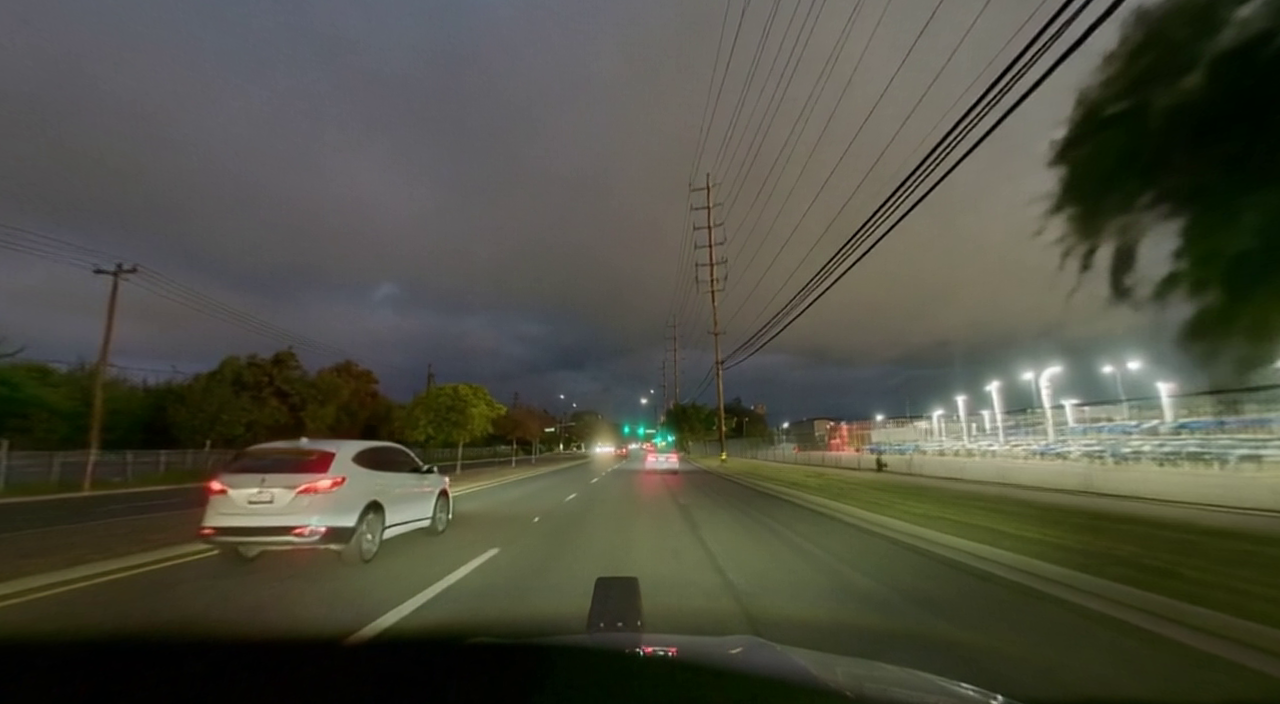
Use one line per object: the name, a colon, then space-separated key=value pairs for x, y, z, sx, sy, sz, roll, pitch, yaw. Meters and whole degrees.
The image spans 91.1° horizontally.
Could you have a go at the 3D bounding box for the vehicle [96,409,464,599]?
vehicle: x=-3.862 y=1.697 z=7.899 sx=1.950 sy=1.692 sz=4.397 roll=0 pitch=-9 yaw=1

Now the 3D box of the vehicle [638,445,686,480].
vehicle: x=0.988 y=5.090 z=29.222 sx=2.059 sy=1.486 sz=3.980 roll=0 pitch=-9 yaw=1
